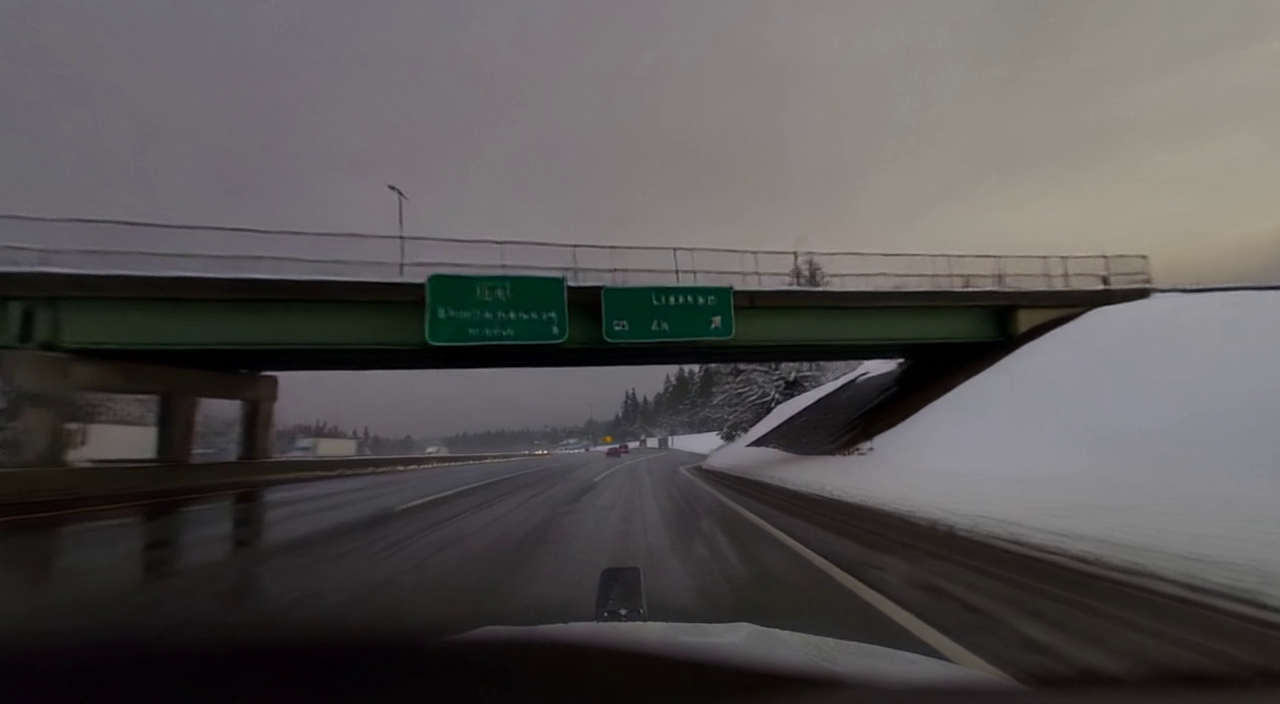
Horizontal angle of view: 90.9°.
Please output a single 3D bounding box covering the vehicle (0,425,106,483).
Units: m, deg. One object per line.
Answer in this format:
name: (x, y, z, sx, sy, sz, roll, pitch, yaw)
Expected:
vehicle: (-39.802, 6.821, 42.166, 2.887, 3.555, 6.298, 2, -9, -8)
